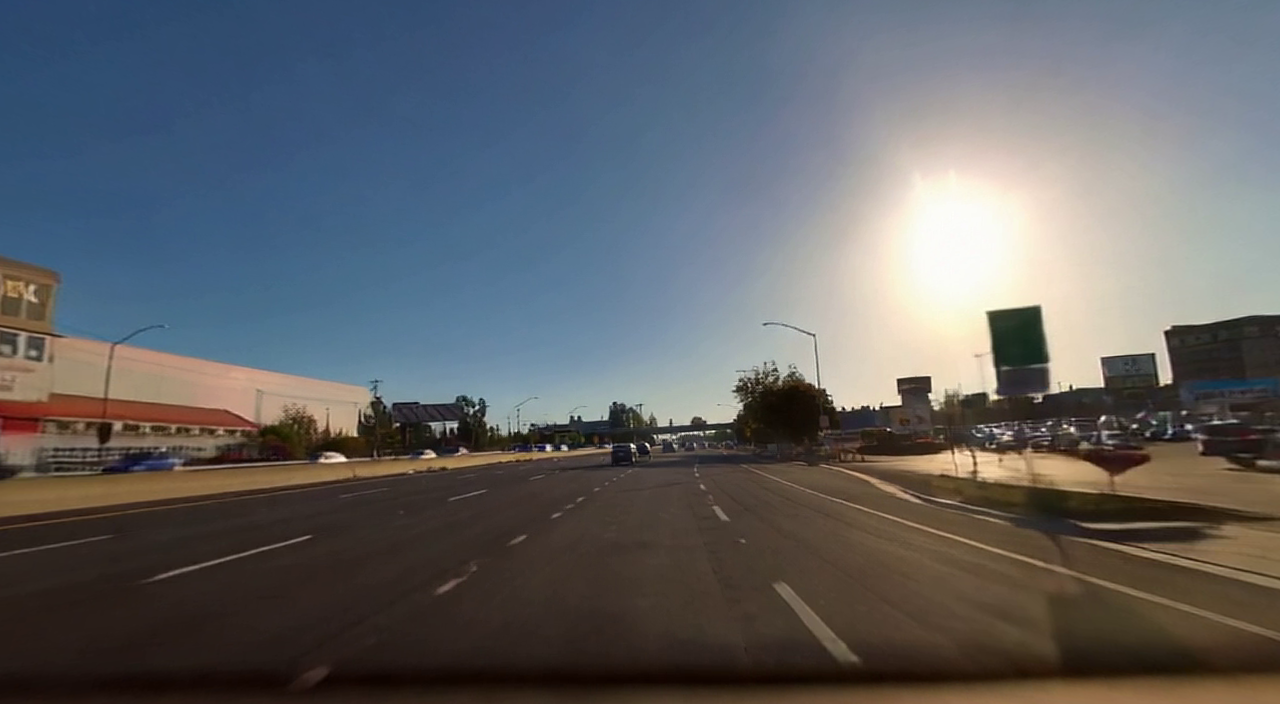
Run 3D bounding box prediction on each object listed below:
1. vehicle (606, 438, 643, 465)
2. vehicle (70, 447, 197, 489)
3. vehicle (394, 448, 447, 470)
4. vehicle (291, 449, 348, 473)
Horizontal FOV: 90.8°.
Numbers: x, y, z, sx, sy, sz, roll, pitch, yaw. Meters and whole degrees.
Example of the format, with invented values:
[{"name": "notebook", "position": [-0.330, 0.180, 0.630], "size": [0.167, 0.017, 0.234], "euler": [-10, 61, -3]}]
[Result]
[{"name": "vehicle", "position": [-1.062, 7.102, 45.232], "size": [2.139, 1.782, 4.079], "euler": [-1, -9, 6]}, {"name": "vehicle", "position": [-24.396, 5.552, 30.712], "size": [1.968, 1.829, 4.798], "euler": [-1, -9, 4]}, {"name": "vehicle", "position": [-16.518, 8.057, 47.796], "size": [1.879, 1.483, 4.697], "euler": [-1, -9, 6]}, {"name": "vehicle", "position": [-23.150, 7.876, 45.836], "size": [1.803, 1.619, 3.952], "euler": [-1, -9, 5]}]
